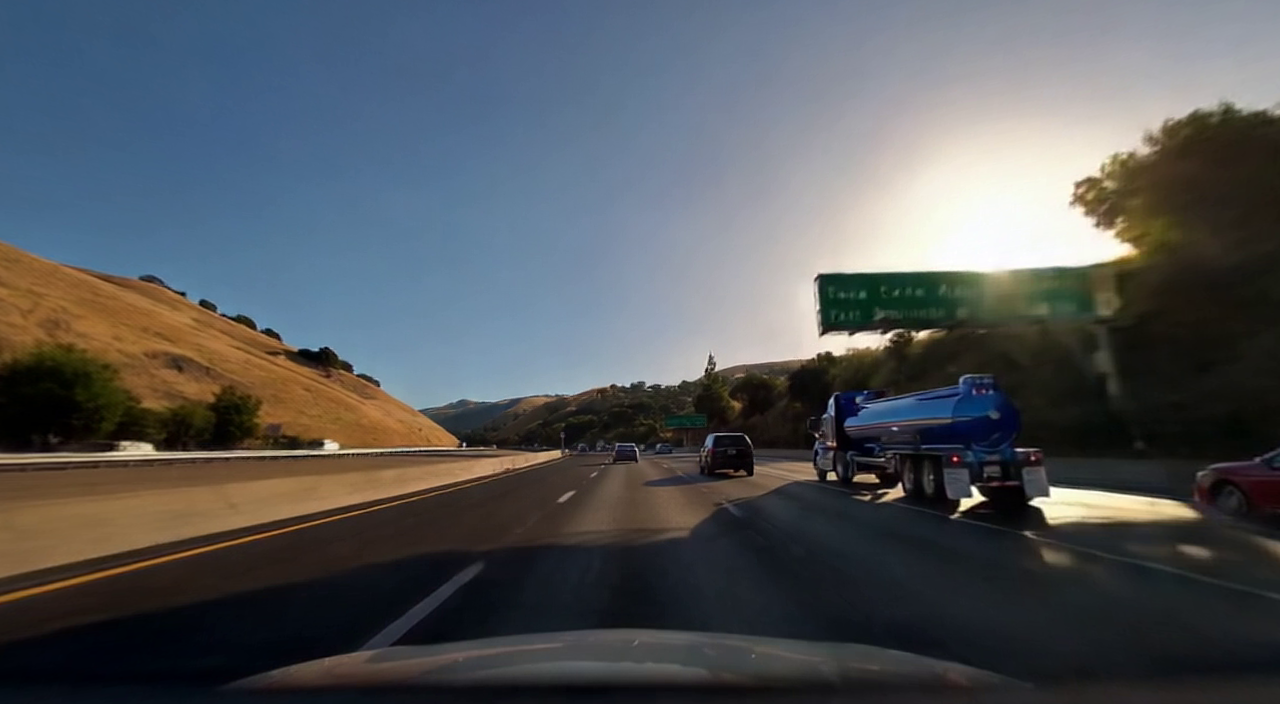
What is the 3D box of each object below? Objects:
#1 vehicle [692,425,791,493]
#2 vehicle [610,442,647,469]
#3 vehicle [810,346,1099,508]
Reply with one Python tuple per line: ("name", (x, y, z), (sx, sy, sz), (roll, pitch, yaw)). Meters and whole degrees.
("vehicle", (2.927, 3.228, 19.343), (2.098, 1.794, 4.561), (0, -9, -2))
("vehicle", (-0.705, 6.155, 37.770), (2.083, 1.477, 3.965), (0, -9, -2))
("vehicle", (7.568, 2.200, 17.555), (2.805, 3.212, 9.978), (0, -9, 0))
